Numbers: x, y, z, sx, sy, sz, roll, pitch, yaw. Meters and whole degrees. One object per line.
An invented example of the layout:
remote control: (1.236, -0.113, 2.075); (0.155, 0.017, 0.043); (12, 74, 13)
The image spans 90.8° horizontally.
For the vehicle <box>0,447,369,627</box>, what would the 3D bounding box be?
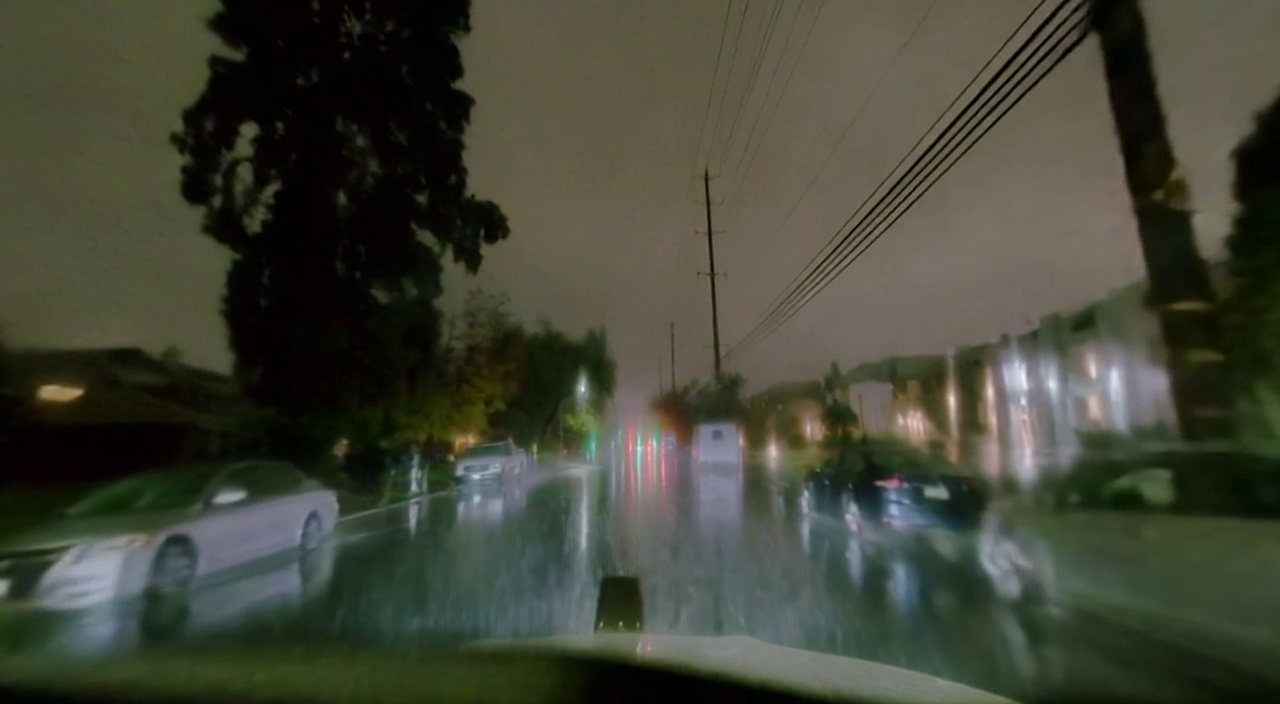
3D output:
vehicle: (-6.015, 2.203, 8.830); (2.094, 1.433, 5.740); (-3, -7, -2)

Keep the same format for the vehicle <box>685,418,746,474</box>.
vehicle: (3.973, 5.150, 34.672); (2.384, 2.791, 5.899); (0, -9, -2)

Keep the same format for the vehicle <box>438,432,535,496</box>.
vehicle: (-5.951, 4.345, 25.397); (2.284, 2.119, 5.984); (-3, -7, 1)

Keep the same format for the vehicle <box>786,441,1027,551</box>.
vehicle: (3.983, 2.195, 10.444); (1.879, 1.395, 4.374); (0, -8, -3)

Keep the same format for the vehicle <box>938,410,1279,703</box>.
vehicle: (4.016, 1.162, 3.600); (2.144, 1.572, 5.026); (0, -9, 0)

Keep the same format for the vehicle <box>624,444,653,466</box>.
vehicle: (-0.155, 7.738, 47.688); (2.062, 1.509, 4.305); (0, -8, -1)
